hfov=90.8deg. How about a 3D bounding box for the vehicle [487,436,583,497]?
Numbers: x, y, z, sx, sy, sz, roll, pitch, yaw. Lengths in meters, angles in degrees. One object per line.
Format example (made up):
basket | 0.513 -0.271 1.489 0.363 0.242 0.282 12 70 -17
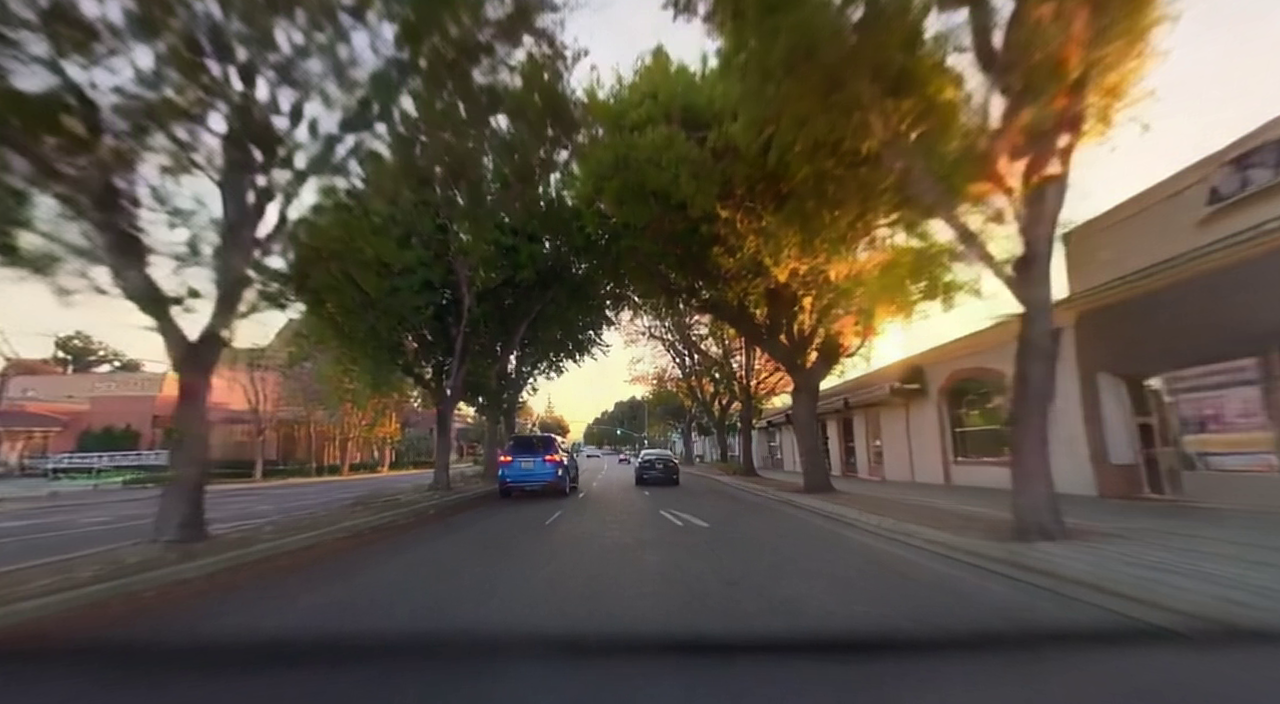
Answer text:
vehicle | -3.320 3.769 21.212 2.464 1.777 5.128 0 -9 -2

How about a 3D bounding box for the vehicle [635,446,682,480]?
vehicle | 0.801 5.282 30.336 2.103 1.487 4.101 0 -9 0
